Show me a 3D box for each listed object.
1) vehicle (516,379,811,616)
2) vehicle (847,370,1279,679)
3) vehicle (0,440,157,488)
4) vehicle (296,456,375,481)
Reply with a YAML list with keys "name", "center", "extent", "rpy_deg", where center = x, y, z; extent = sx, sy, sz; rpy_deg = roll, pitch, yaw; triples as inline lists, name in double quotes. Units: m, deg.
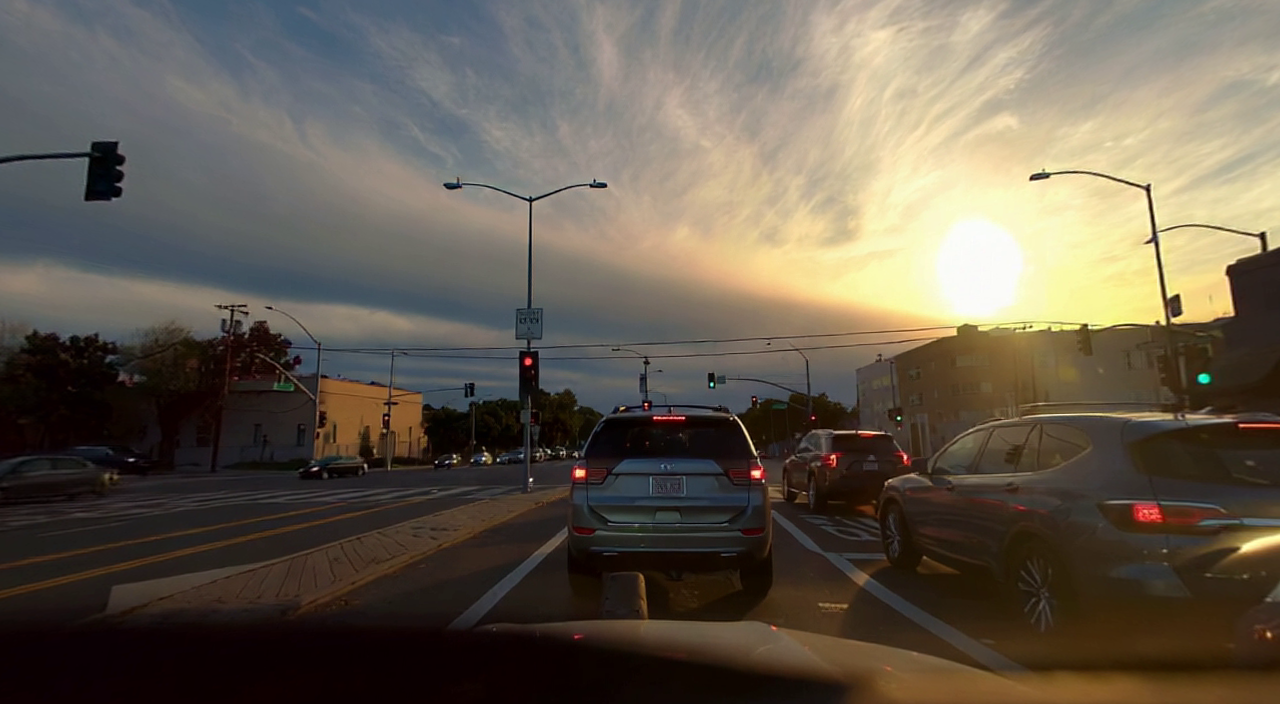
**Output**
- name: "vehicle"
  center: [0.227, 1.466, 7.219]
  extent: [2.292, 1.840, 4.394]
  rpy_deg: [0, -9, 1]
- name: "vehicle"
  center: [3.557, 1.273, 5.709]
  extent: [2.018, 1.701, 4.288]
  rpy_deg: [0, -9, 2]
- name: "vehicle"
  center: [-24.579, 4.846, 27.545]
  extent: [5.062, 1.946, 2.243]
  rpy_deg: [0, -9, -1]
- name: "vehicle"
  center: [-19.970, 7.619, 41.556]
  extent: [1.864, 1.444, 4.255]
  rpy_deg: [-7, -11, 36]
